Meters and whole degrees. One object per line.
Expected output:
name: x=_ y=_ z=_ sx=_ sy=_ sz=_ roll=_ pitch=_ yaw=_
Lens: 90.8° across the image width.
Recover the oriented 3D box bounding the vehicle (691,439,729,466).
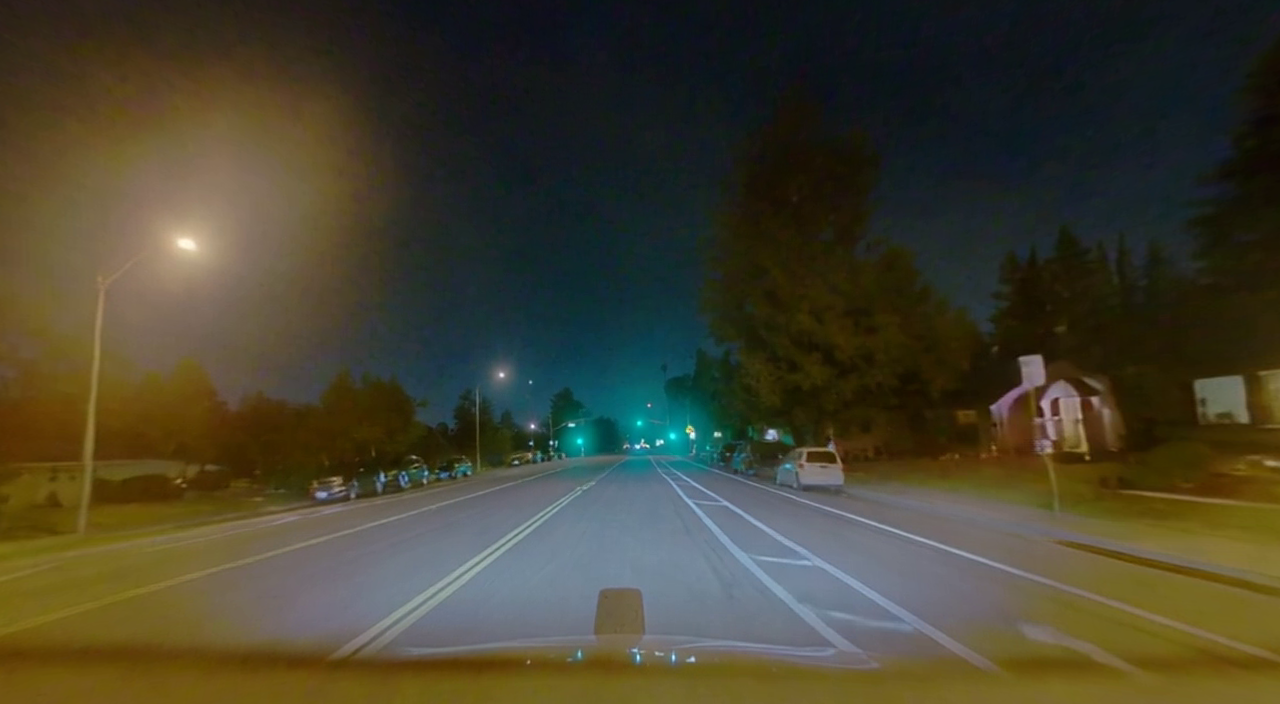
vehicle: x=4.596 y=6.697 z=42.168 sx=1.919 sy=1.698 sz=4.747 roll=0 pitch=-9 yaw=0

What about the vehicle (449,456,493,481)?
vehicle: x=-12.596 y=8.684 z=47.269 sx=1.972 sy=1.475 sz=4.503 roll=-6 pitch=-9 yaw=0

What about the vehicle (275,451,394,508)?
vehicle: x=-12.271 y=5.134 z=25.905 sx=2.156 sy=1.935 sz=5.464 roll=-3 pitch=-10 yaw=0

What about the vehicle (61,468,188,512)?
vehicle: x=-22.046 y=5.893 z=27.263 sx=1.823 sy=1.595 sz=4.174 roll=-1 pitch=-9 yaw=3

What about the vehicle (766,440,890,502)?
vehicle: x=4.946 y=3.197 z=17.408 sx=1.923 sy=1.454 sz=4.460 roll=0 pitch=-9 yaw=-2
